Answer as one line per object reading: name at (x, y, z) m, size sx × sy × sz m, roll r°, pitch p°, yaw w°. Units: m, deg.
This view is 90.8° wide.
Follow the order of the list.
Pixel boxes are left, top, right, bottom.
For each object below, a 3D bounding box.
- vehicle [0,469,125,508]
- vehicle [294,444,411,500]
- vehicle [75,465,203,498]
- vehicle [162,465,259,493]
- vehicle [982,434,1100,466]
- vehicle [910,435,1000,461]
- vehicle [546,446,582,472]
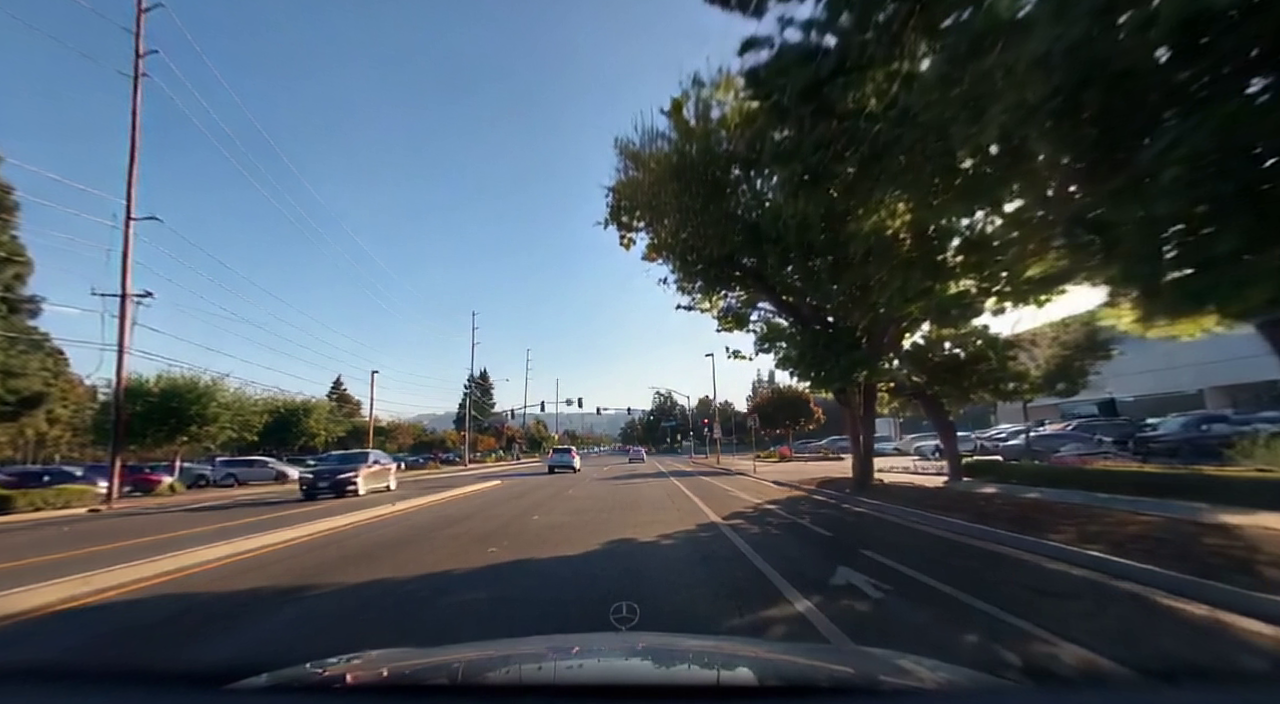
vehicle at (-25.040, 5.807, 27.024) m, size 4.410 × 1.477 × 1.838 m, roll -1°, pitch -9°, yaw 1°
vehicle at (-9.902, 4.139, 22.209) m, size 1.971 × 1.744 × 4.399 m, roll 0°, pitch -9°, yaw 1°
vehicle at (-25.382, 6.541, 32.111) m, size 4.756 × 1.501 × 2.023 m, roll 0°, pitch -9°, yaw 0°
vehicle at (-25.152, 7.429, 37.096) m, size 4.217 × 1.466 × 1.999 m, roll 0°, pitch -9°, yaw 0°
vehicle at (19.708, 4.852, 31.205) m, size 4.505 × 1.481 × 1.870 m, roll 0°, pitch -9°, yaw 0°
vehicle at (19.109, 5.833, 38.438) m, size 4.481 × 1.482 × 1.814 m, roll 0°, pitch -9°, yaw -2°
vehicle at (-4.430, 6.311, 37.434) m, size 1.928 × 1.451 × 4.219 m, roll 0°, pitch -9°, yaw -4°
